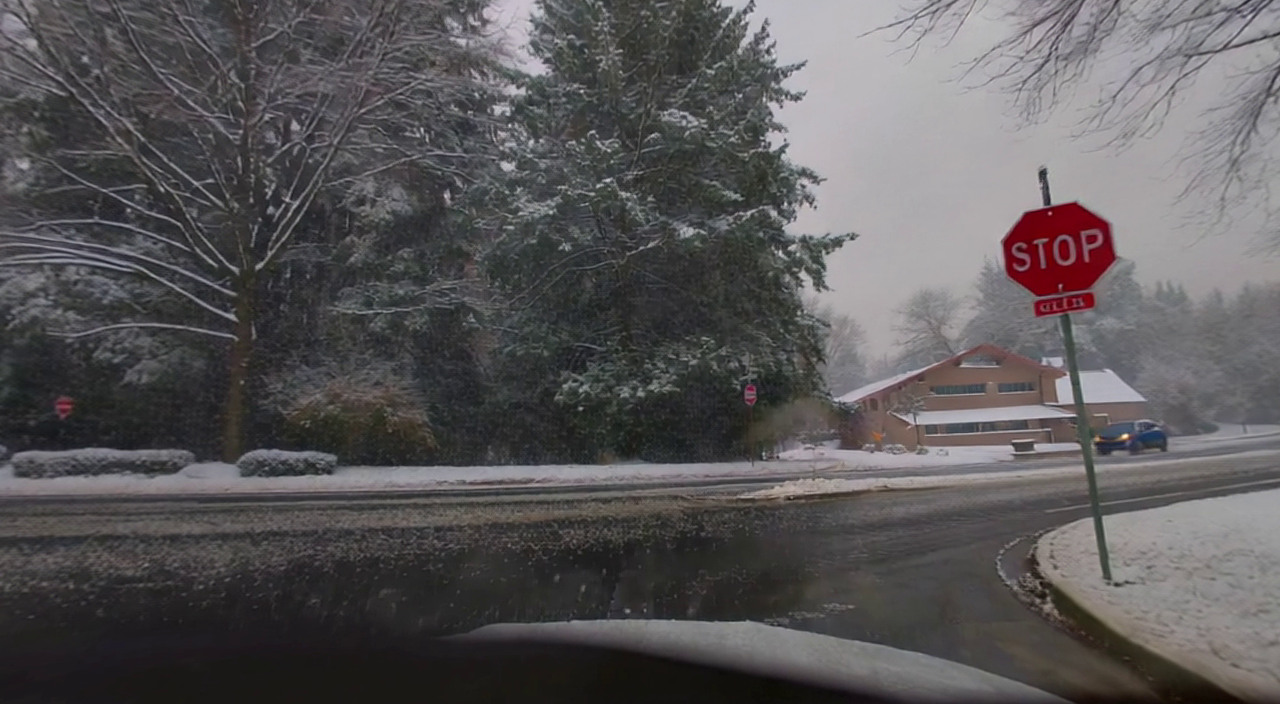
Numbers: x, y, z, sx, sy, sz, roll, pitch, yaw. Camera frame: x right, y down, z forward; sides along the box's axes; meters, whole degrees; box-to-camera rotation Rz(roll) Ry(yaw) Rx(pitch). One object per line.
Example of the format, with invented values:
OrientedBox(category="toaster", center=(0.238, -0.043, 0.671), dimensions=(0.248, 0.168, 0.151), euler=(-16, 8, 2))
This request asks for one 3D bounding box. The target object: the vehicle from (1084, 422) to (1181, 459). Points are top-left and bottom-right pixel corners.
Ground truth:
OrientedBox(category="vehicle", center=(21.549, 3.888, 27.526), dimensions=(4.473, 1.474, 2.108), euler=(6, -10, -36))
